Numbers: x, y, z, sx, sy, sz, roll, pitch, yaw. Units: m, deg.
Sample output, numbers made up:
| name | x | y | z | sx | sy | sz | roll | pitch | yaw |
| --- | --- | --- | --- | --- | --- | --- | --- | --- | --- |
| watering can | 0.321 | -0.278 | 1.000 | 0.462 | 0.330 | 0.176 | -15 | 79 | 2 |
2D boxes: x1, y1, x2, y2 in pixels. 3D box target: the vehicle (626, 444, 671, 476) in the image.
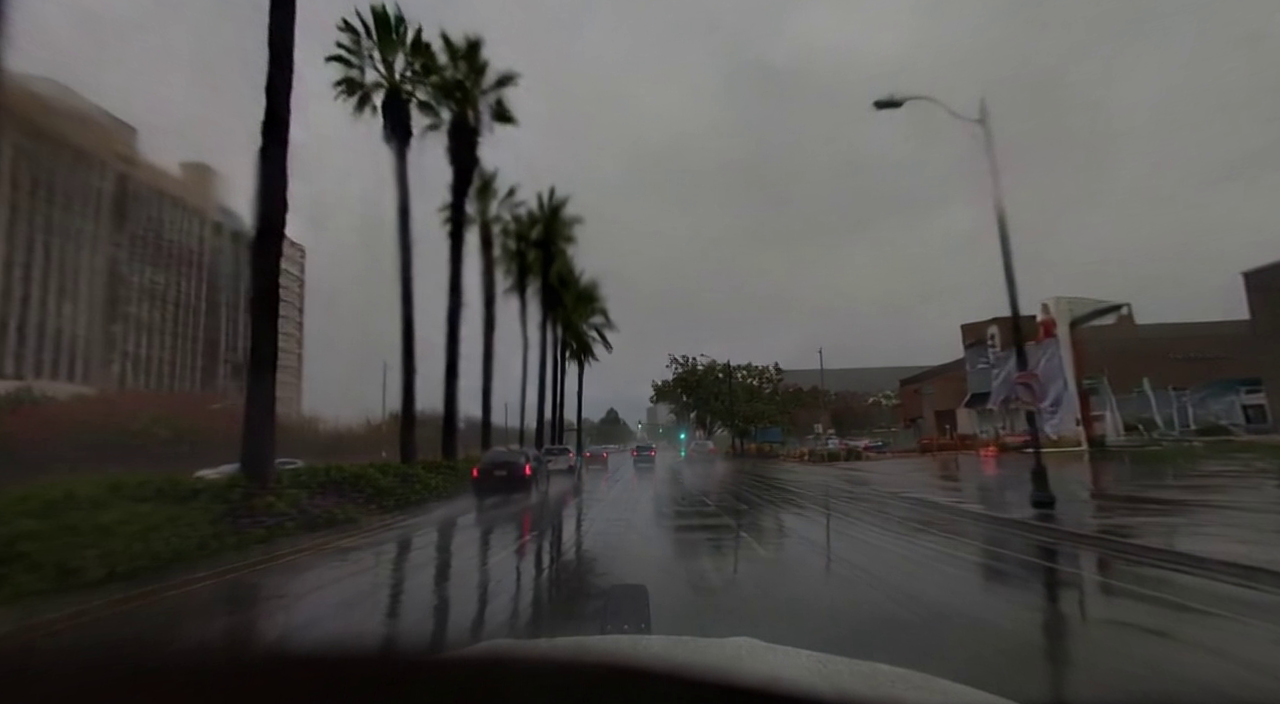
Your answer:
| name | x | y | z | sx | sy | sz | roll | pitch | yaw |
| --- | --- | --- | --- | --- | --- | --- | --- | --- | --- |
| vehicle | 0.422 | 5.527 | 32.437 | 2.147 | 1.507 | 3.953 | 0 | -8 | 0 |

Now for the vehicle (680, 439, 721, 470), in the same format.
| name | x | y | z | sx | sy | sz | roll | pitch | yaw |
| --- | --- | --- | --- | --- | --- | --- | --- | --- | --- |
| vehicle | 3.745 | 6.413 | 39.585 | 2.108 | 1.785 | 4.334 | 0 | -8 | 0 |

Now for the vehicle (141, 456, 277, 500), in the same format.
| name | x | y | z | sx | sy | sz | roll | pitch | yaw |
| --- | --- | --- | --- | --- | --- | --- | --- | --- | --- |
| vehicle | -17.089 | 4.986 | 25.375 | 1.937 | 1.480 | 4.889 | -1 | -9 | 1 |

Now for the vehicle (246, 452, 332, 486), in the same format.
| name | x | y | z | sx | sy | sz | roll | pitch | yaw |
| --- | --- | --- | --- | --- | --- | --- | --- | --- | --- |
| vehicle | -20.183 | 6.726 | 36.553 | 2.022 | 1.754 | 5.050 | -1 | -9 | 1 |

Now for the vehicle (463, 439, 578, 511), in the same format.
| name | x | y | z | sx | sy | sz | roll | pitch | yaw |
| --- | --- | --- | --- | --- | --- | --- | --- | --- | --- |
| vehicle | -2.758 | 2.939 | 15.602 | 1.908 | 1.505 | 4.369 | -1 | -8 | 1 |
